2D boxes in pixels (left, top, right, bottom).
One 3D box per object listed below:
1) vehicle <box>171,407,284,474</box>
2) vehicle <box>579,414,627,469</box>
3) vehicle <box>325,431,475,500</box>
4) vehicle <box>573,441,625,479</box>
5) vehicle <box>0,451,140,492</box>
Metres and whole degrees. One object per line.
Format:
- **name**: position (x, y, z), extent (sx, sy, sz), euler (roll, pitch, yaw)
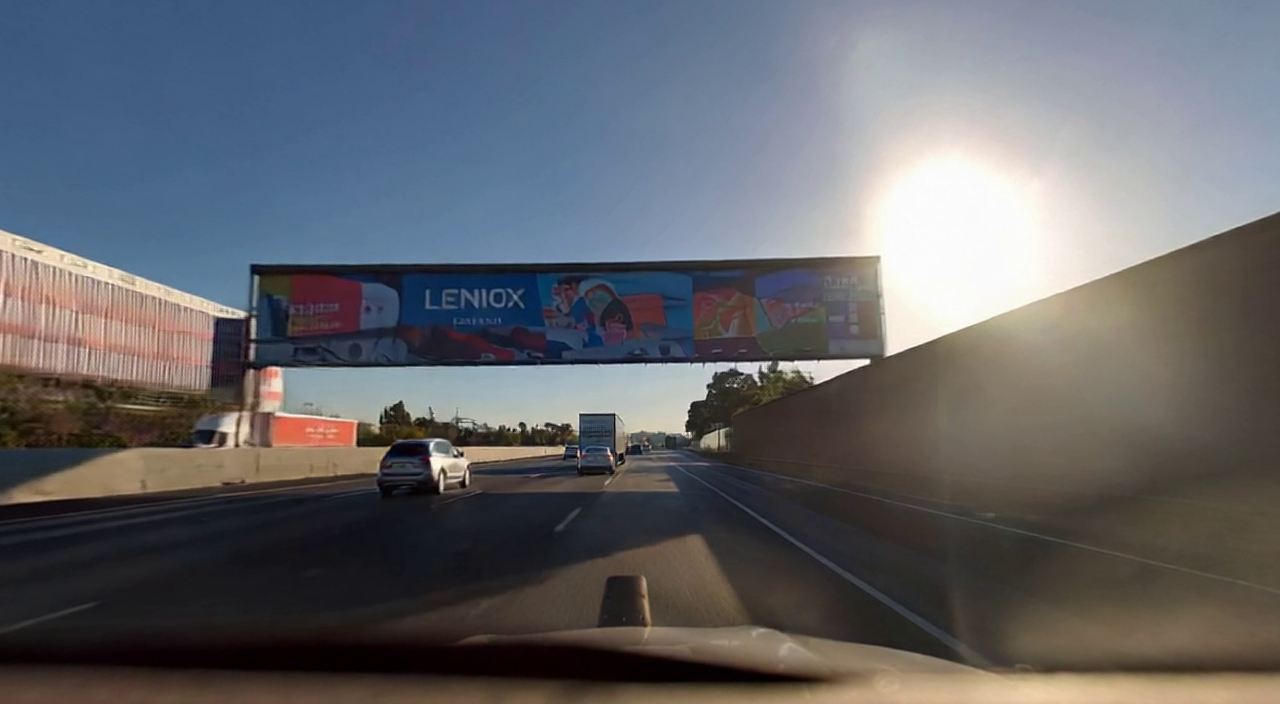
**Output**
- **vehicle**: position (-26.773, 5.826, 41.319), extent (3.136, 3.981, 6.053), euler (0, -9, 0)
- **vehicle**: position (-2.413, 6.263, 43.989), extent (2.794, 3.460, 8.595), euler (0, -9, 0)
- **vehicle**: position (-6.926, 3.336, 18.968), extent (2.401, 1.759, 5.126), euler (0, -9, 1)
- **vehicle**: position (-1.796, 4.864, 28.579), extent (2.168, 1.597, 3.615), euler (0, -9, -1)
- **vehicle**: position (-22.556, 4.652, 24.938), extent (1.809, 1.439, 4.530), euler (0, -9, 0)
